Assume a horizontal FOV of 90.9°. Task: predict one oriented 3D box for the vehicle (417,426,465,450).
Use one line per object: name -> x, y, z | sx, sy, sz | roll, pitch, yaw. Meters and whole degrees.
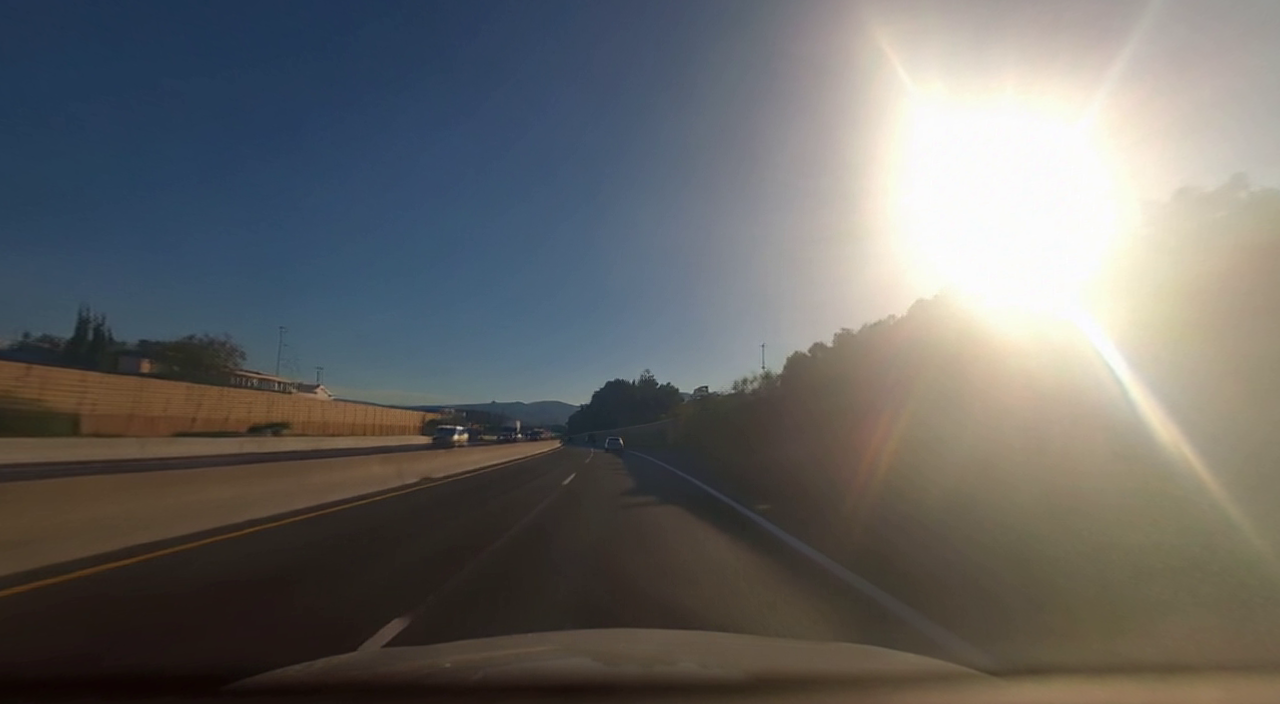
vehicle -> -14.023, 6.108, 44.706 | 2.117, 1.595, 4.463 | 0, -8, -3
